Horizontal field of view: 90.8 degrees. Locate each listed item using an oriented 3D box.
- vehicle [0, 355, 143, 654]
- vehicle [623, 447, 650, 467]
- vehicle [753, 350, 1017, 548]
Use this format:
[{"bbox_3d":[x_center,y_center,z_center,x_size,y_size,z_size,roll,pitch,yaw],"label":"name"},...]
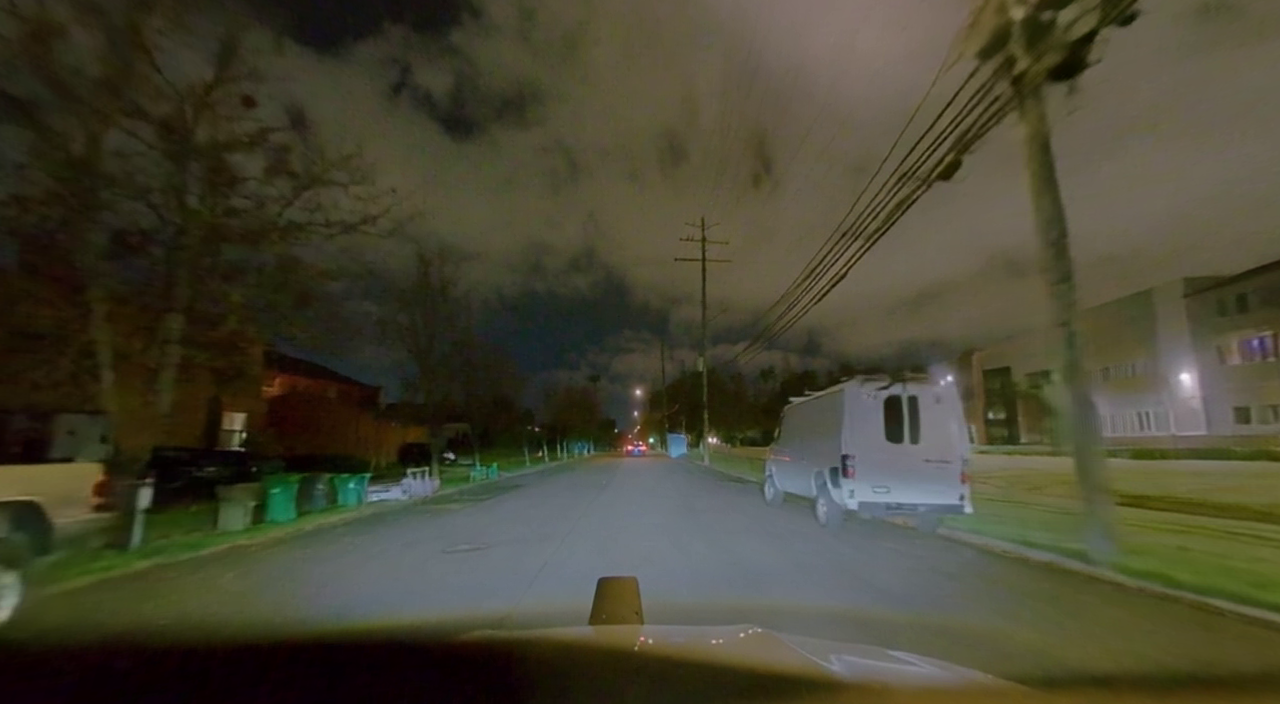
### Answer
[{"bbox_3d":[-5.772,0.928,2.789,2.284,2.119,5.984,-3,-7,1],"label":"vehicle"},{"bbox_3d":[-0.283,8.209,49.619,2.062,1.509,4.305,0,-9,-1],"label":"vehicle"},{"bbox_3d":[4.005,1.814,11.973,2.384,2.791,5.899,0,-9,-2],"label":"vehicle"}]
